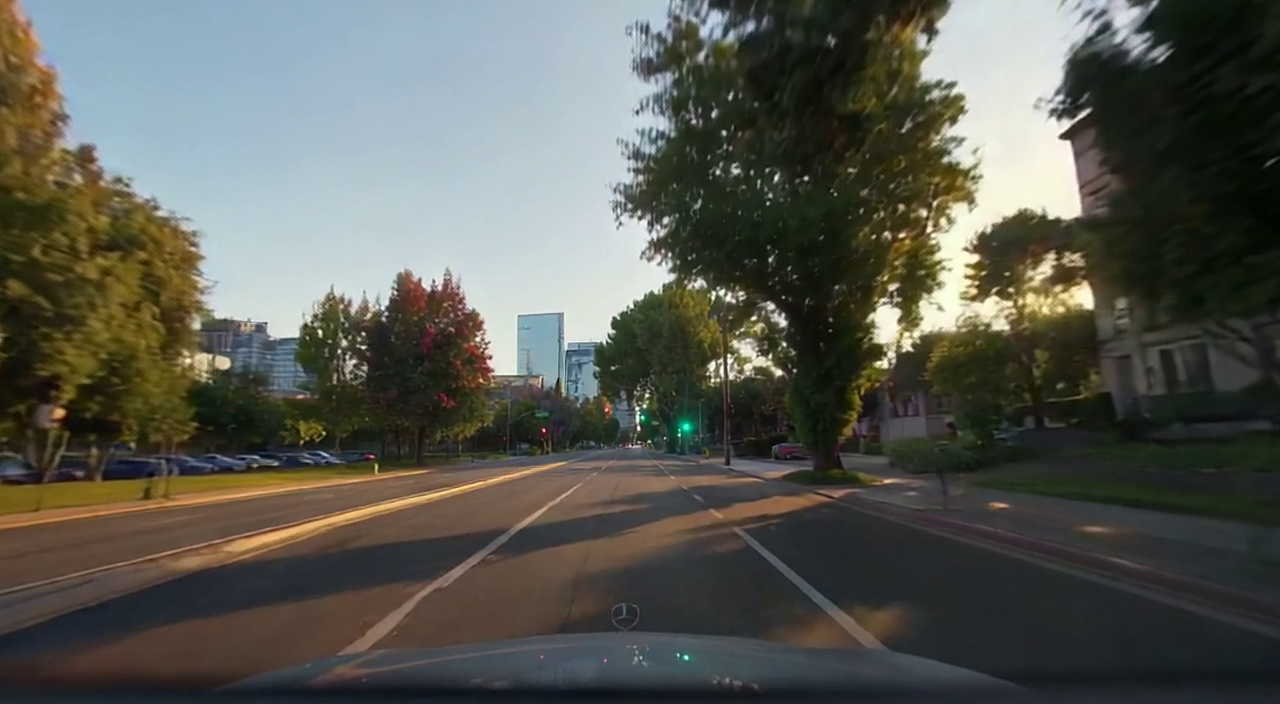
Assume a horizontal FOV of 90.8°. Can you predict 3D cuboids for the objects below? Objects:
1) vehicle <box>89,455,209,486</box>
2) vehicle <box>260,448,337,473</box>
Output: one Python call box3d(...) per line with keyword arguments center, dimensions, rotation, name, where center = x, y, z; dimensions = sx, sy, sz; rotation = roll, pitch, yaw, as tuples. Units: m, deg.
box3d(center=(-25.031, 6.025, 32.293), dimensions=(4.417, 1.460, 2.076), rotation=(0, -8, 2), name="vehicle")
box3d(center=(-24.609, 7.819, 45.708), dimensions=(4.377, 1.668, 1.977), rotation=(1, -9, -6), name="vehicle")
